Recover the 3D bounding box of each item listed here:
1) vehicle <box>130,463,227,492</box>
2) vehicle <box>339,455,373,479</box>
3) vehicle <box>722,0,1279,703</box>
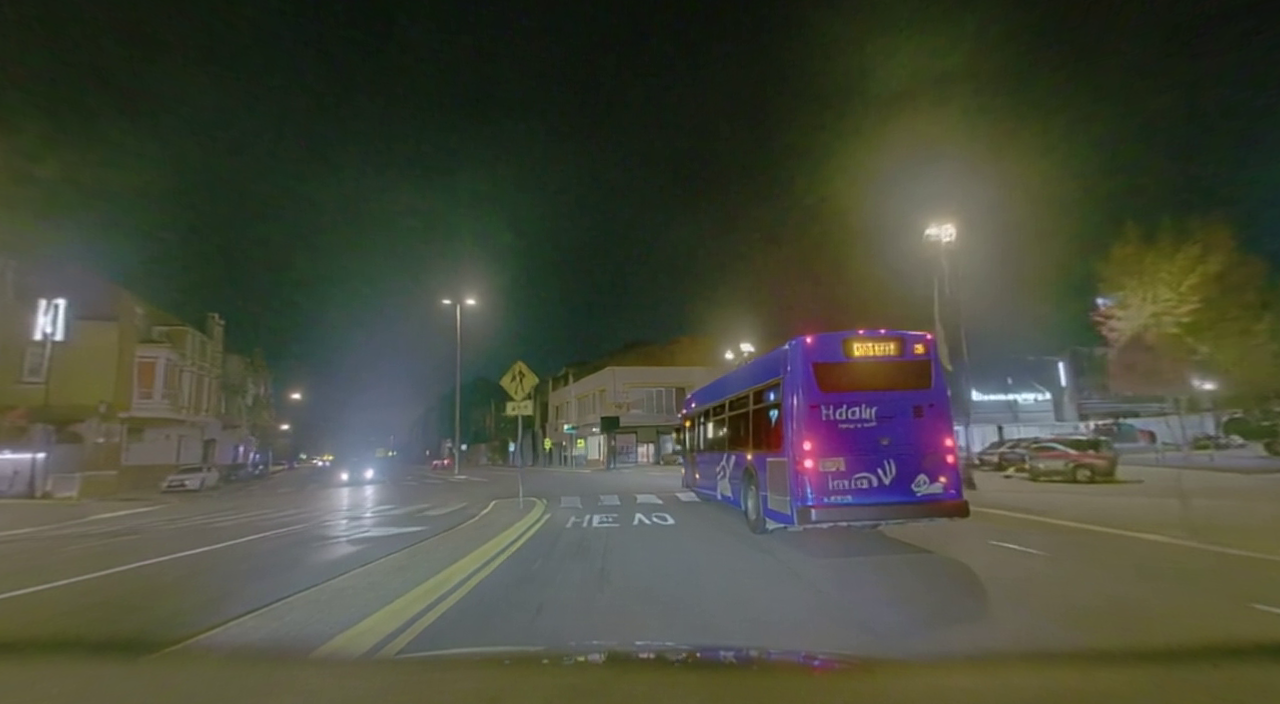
[{"bbox_3d":[-27.269,7.389,37.418,4.384,1.500,1.864,7,-11,-40],"label":"vehicle"},{"bbox_3d":[-19.625,7.905,43.757,1.944,1.505,3.944,3,-9,-23],"label":"vehicle"},{"bbox_3d":[3.144,0.259,3.333,3.194,3.345,12.428,0,-9,-3],"label":"vehicle"}]
